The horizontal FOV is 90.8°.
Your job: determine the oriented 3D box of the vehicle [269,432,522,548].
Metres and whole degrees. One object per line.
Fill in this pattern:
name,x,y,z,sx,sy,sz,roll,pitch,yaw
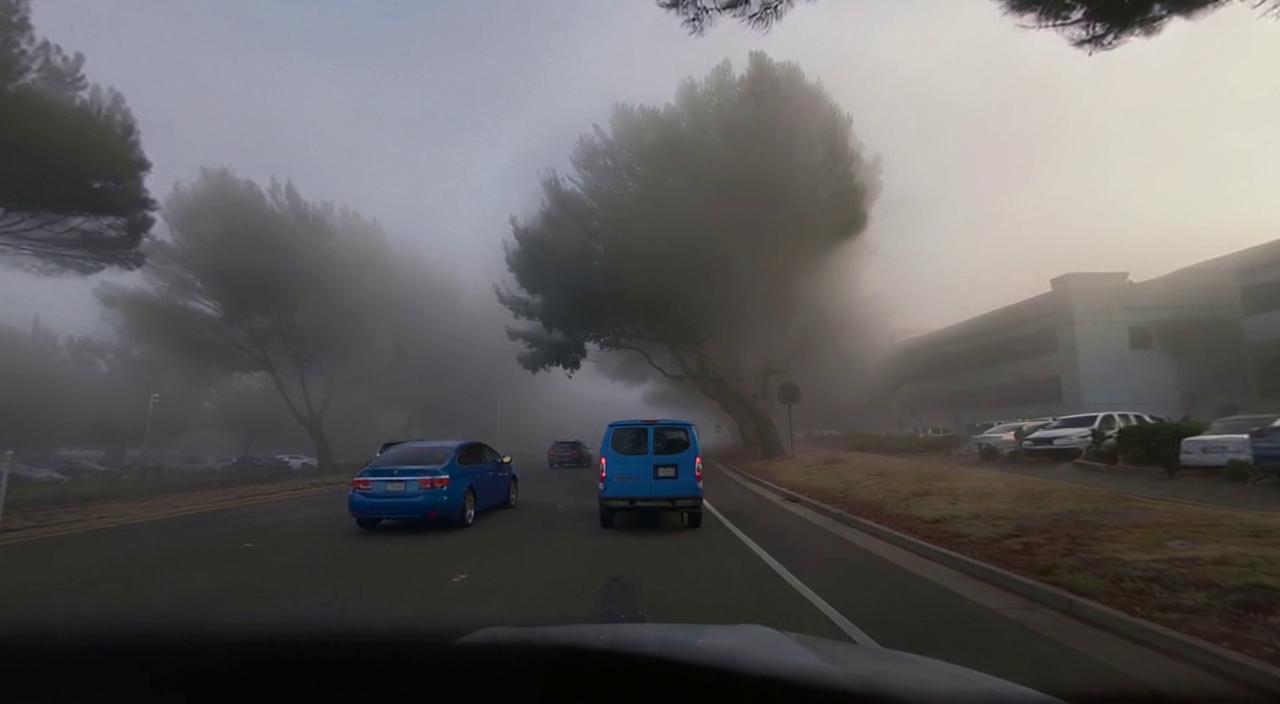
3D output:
vehicle,-3.592,2.122,10.525,1.991,1.459,4.813,-1,-9,4

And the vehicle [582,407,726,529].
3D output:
vehicle,0.289,2.065,11.696,2.173,1.830,4.189,0,-9,2

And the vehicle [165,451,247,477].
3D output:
vehicle,-32.789,8.455,47.951,1.977,1.788,4.978,-2,-9,13
